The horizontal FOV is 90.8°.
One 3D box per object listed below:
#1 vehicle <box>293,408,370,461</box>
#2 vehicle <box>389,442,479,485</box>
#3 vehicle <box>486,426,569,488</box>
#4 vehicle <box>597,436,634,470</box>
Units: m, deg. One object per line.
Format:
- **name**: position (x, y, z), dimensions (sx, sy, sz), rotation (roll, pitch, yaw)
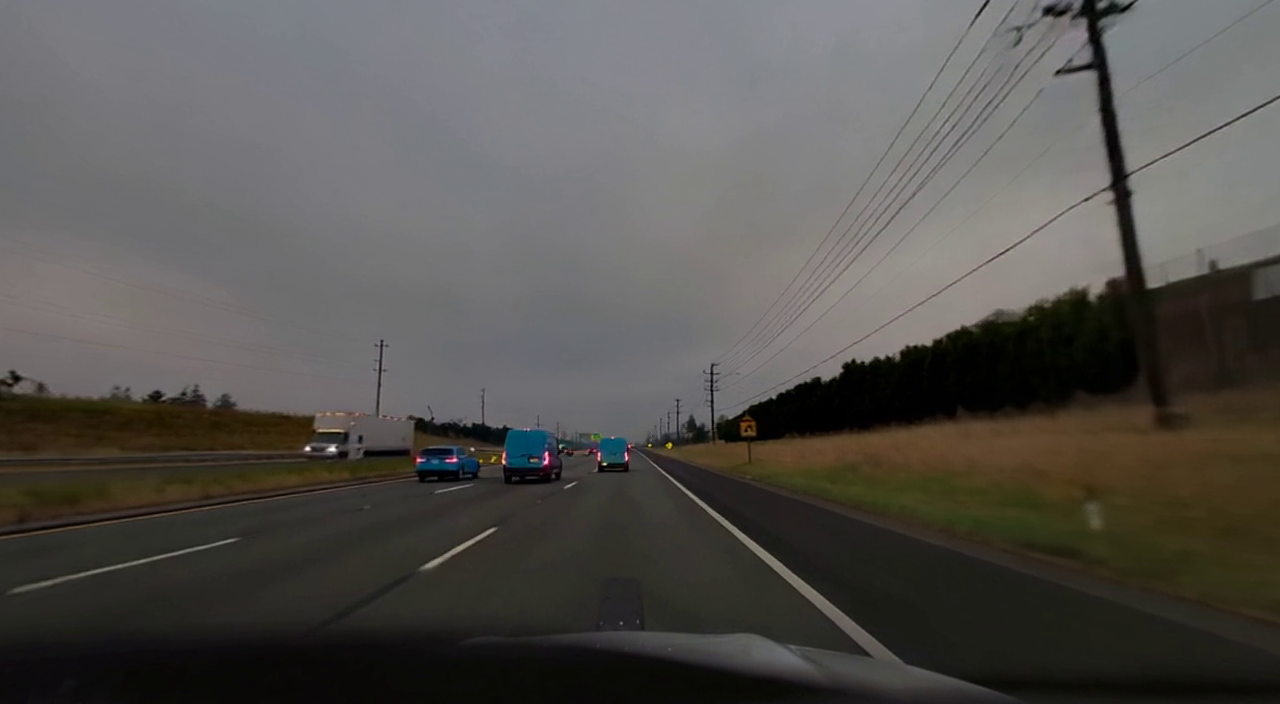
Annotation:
- **vehicle**: position (-24.113, 6.564, 49.675), dimensions (3.020, 3.938, 5.806), rotation (0, -9, -1)
- **vehicle**: position (-8.011, 4.380, 25.079), dimensions (1.975, 1.540, 4.759), rotation (0, -9, 0)
- **vehicle**: position (-3.961, 3.836, 23.211), dimensions (2.145, 2.010, 4.980), rotation (0, -9, -1)
- **vehicle**: position (-1.547, 6.459, 40.397), dimensions (2.197, 2.011, 5.130), rotation (0, -9, -2)
